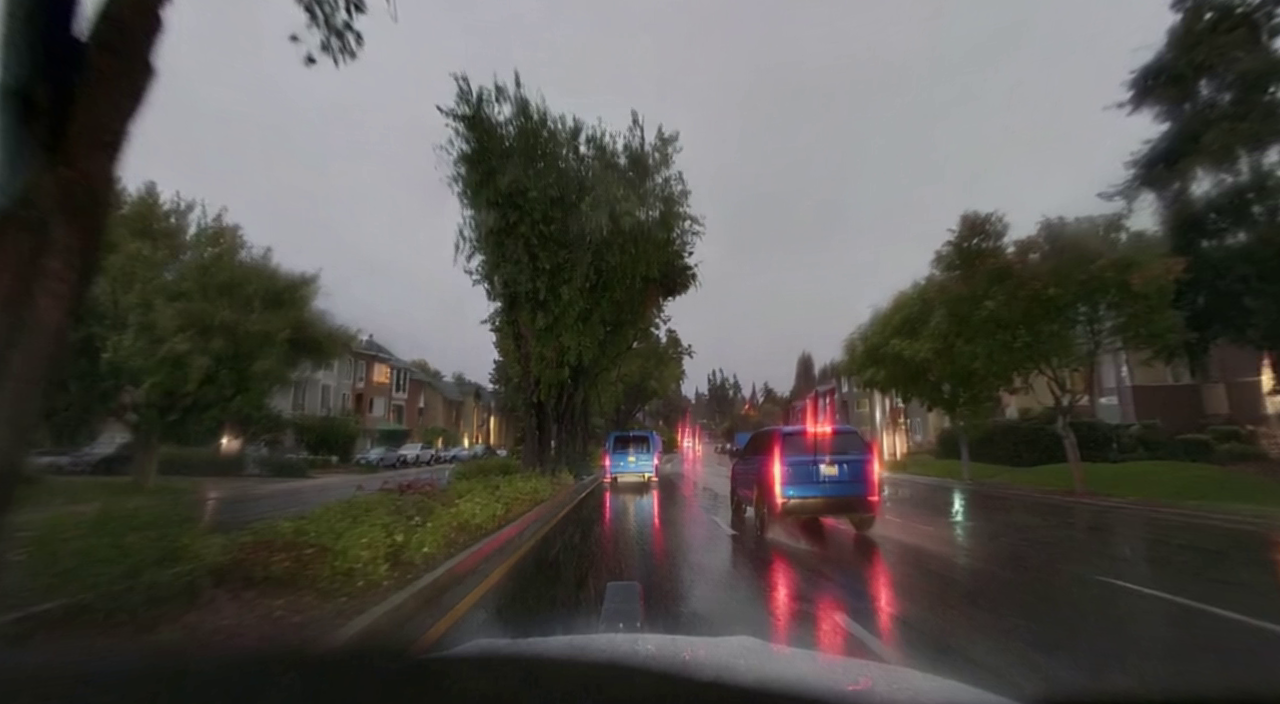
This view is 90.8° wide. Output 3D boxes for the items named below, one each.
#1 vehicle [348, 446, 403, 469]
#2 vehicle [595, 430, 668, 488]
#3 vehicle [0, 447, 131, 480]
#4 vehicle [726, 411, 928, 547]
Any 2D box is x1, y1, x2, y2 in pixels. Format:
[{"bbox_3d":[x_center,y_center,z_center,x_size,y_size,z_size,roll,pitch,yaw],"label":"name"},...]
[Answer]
[{"bbox_3d":[-18.522,7.437,44.478,1.954,1.570,4.828,0,-10,-2],"label":"vehicle"},{"bbox_3d":[-0.227,3.819,22.894,2.345,1.841,5.032,0,-9,1],"label":"vehicle"},{"bbox_3d":[-32.657,6.238,35.543,5.796,1.749,2.493,0,-9,0],"label":"vehicle"},{"bbox_3d":[2.843,2.062,10.862,2.033,1.823,4.409,0,-9,-1],"label":"vehicle"}]
